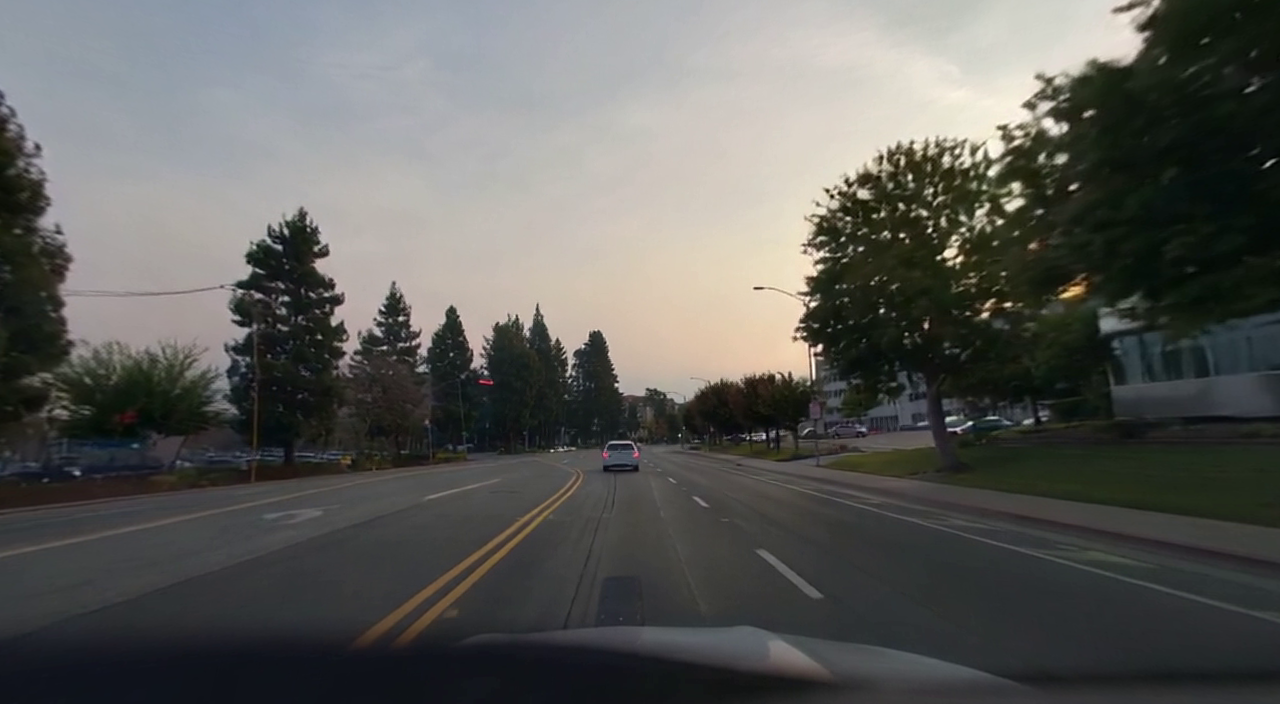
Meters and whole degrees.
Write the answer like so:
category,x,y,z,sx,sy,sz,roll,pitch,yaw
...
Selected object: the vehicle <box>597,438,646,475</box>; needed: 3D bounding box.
category,x,y,z,sx,sy,sz,roll,pitch,yaw
vehicle,-0.890,5.005,30.443,2.181,1.639,4.127,0,-9,-2
